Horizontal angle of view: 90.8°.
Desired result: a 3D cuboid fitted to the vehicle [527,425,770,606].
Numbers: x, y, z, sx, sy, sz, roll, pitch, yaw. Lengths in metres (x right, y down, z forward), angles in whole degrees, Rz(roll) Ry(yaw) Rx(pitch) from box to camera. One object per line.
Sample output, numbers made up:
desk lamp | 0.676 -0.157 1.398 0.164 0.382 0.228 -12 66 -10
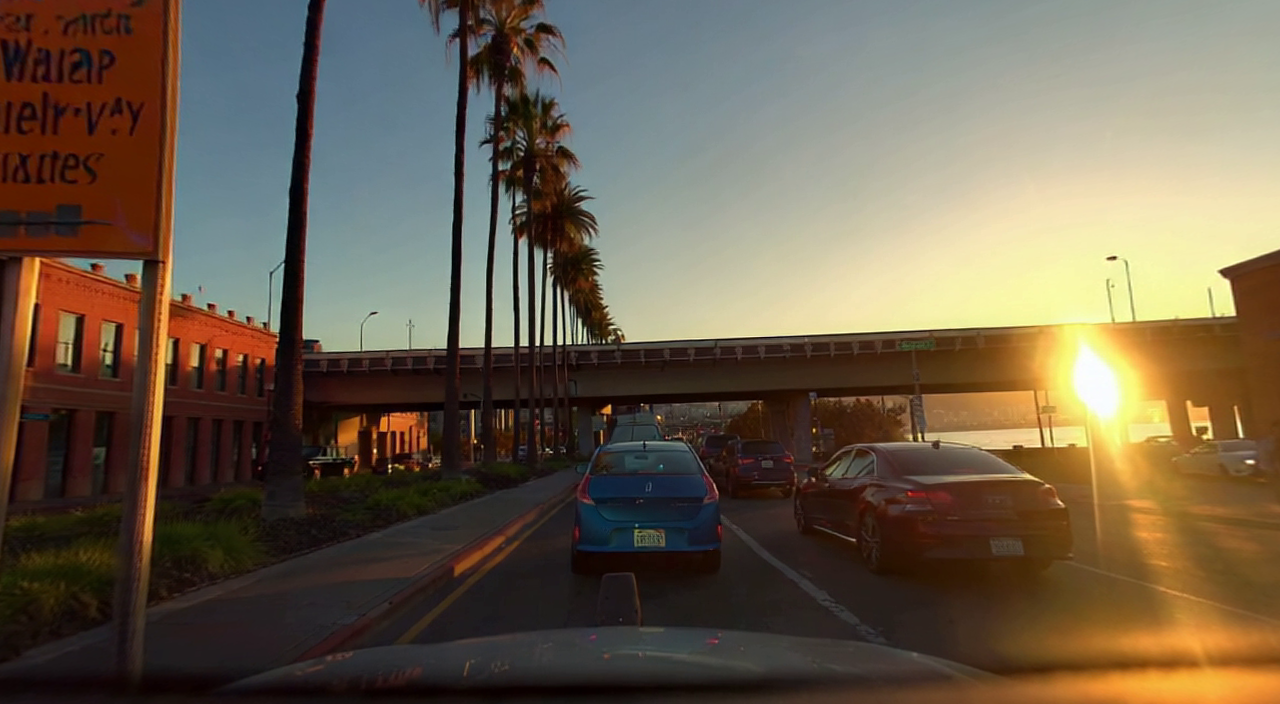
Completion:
vehicle | 0.065 1.664 7.252 2.048 1.503 3.681 0 -9 0

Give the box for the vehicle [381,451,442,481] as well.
vehicle | -14.947 7.478 41.695 2.104 1.802 4.852 0 -9 1

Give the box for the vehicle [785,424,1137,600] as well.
vehicle | 3.281 1.714 7.712 1.920 1.490 4.417 0 -9 -1
